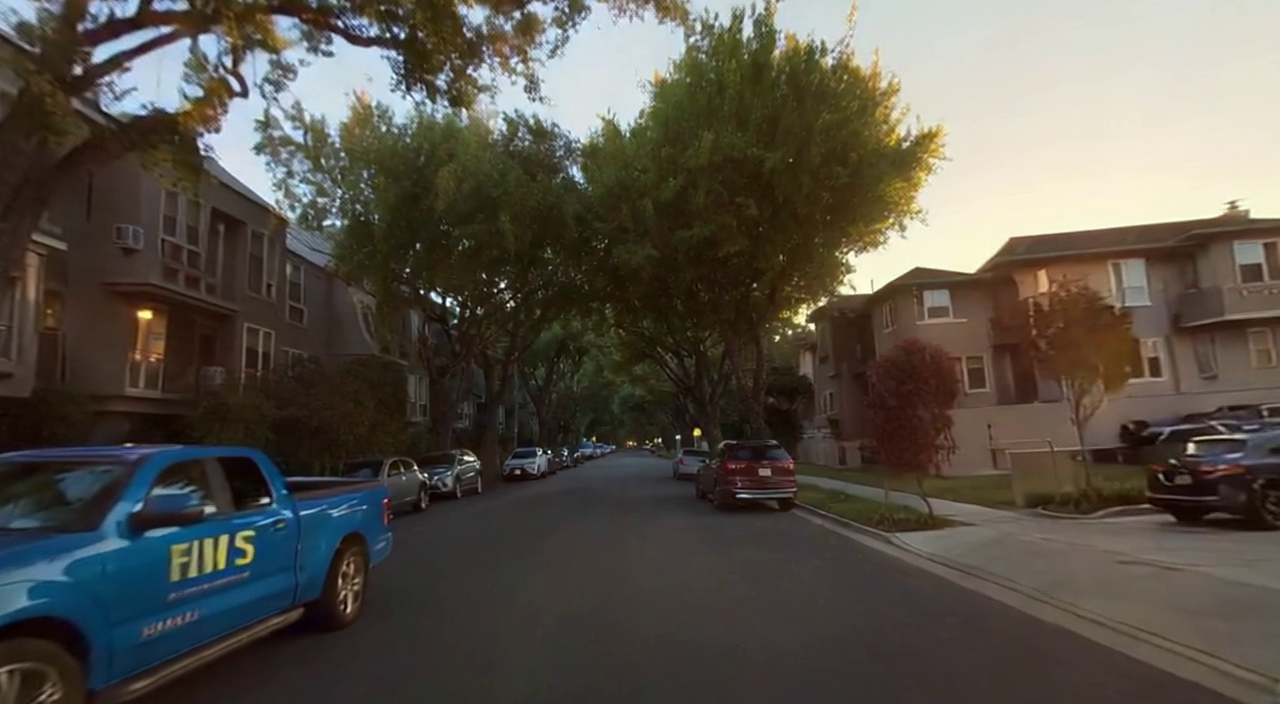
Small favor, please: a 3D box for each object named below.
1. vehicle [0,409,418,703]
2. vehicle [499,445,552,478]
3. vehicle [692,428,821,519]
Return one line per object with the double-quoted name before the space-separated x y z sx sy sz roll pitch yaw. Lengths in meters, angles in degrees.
"vehicle" -3.148 1.180 3.657 1.966 1.515 4.394 0 -8 2
"vehicle" -6.115 5.870 34.138 1.959 1.490 4.361 0 -7 1
"vehicle" 2.324 2.540 13.731 1.878 1.664 4.033 0 -8 -2
